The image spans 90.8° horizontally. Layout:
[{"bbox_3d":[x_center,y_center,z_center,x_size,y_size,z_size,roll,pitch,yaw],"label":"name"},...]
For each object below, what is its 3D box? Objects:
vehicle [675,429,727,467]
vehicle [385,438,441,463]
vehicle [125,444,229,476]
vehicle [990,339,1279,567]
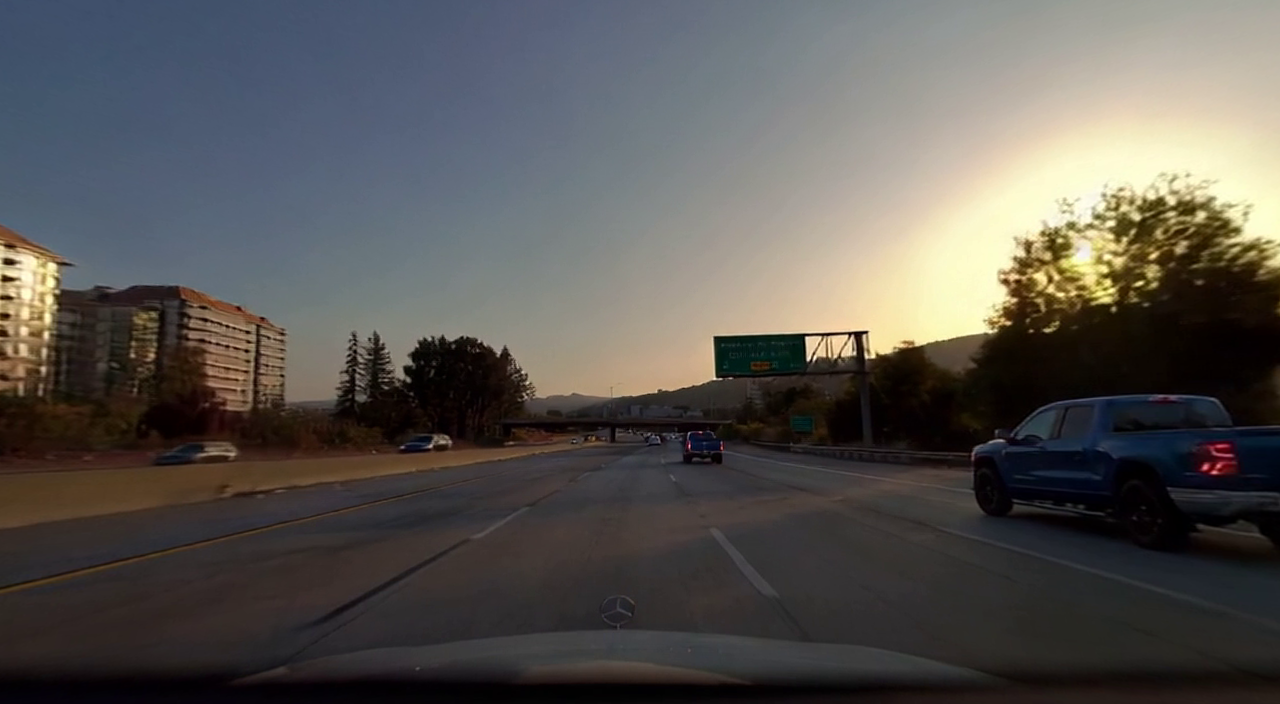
[{"bbox_3d":[3.415,5.532,36.420,2.462,1.984,4.718,0,-9,0],"label":"vehicle"},{"bbox_3d":[-15.402,6.720,43.109,2.020,1.584,4.650,-1,-9,1],"label":"vehicle"},{"bbox_3d":[-22.954,5.357,31.561,1.785,1.475,4.412,-1,-9,2],"label":"vehicle"},{"bbox_3d":[7.511,1.372,8.751,2.158,2.268,5.396,0,-9,0],"label":"vehicle"}]
